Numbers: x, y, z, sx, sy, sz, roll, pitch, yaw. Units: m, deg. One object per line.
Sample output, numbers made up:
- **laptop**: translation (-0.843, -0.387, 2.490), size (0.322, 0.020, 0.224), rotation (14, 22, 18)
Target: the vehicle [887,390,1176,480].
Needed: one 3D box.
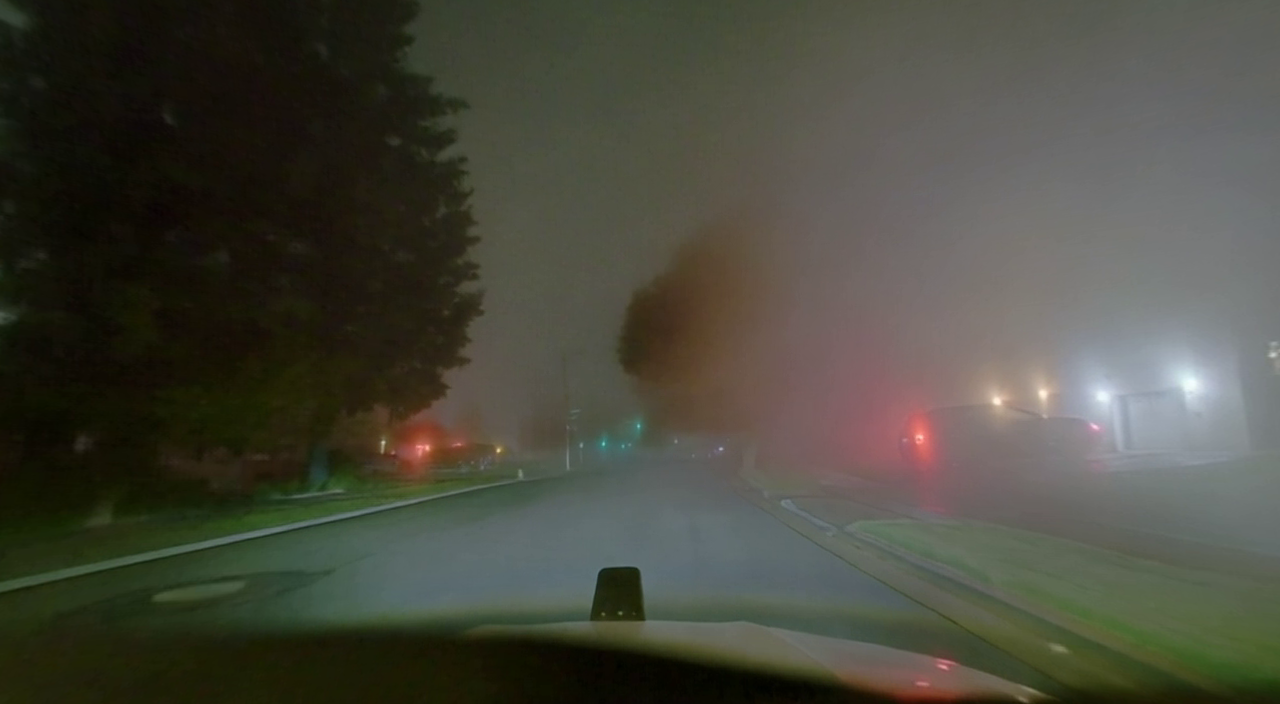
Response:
- **vehicle**: translation (10.359, 2.291, 17.308), size (6.053, 2.240, 2.582), rotation (-1, -8, 4)

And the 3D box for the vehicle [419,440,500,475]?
- **vehicle**: translation (-11.979, 7.054, 42.323), size (5.045, 1.835, 2.315), rotation (-2, -9, -13)
